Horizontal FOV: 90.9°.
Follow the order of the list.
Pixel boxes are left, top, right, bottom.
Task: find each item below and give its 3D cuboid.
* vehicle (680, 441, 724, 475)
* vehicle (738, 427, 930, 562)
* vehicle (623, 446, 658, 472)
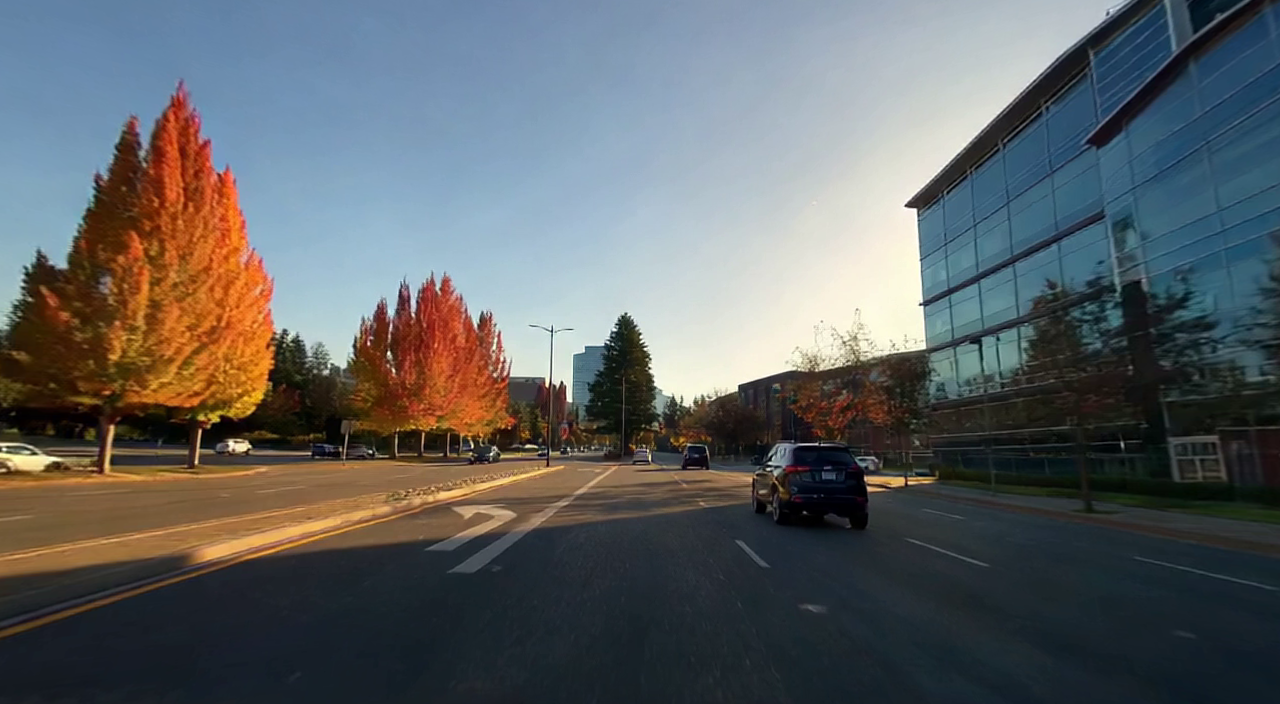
[{"bbox_3d":[3.737,6.468,38.766,2.154,1.844,4.634,2,-8,-1],"label":"vehicle"},{"bbox_3d":[2.835,2.126,10.156,1.901,1.634,3.896,3,-8,1],"label":"vehicle"},{"bbox_3d":[0.022,6.494,38.578,1.991,1.477,3.814,0,-8,0],"label":"vehicle"}]
